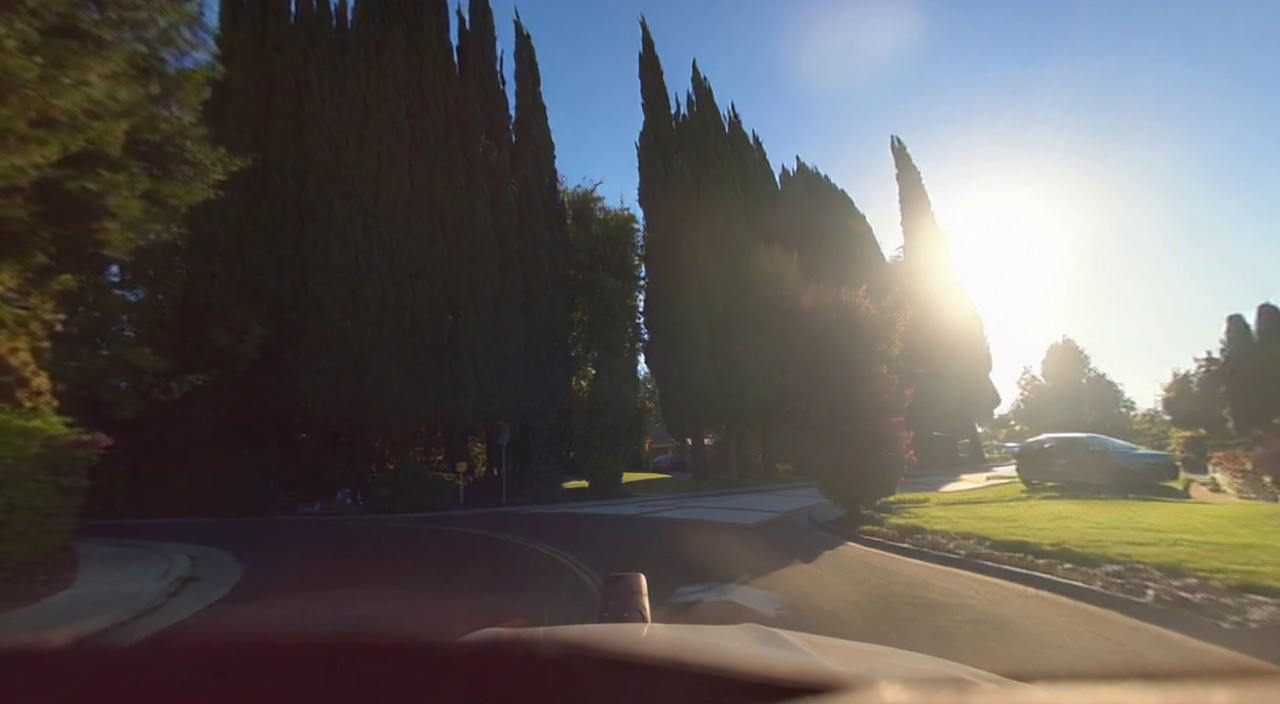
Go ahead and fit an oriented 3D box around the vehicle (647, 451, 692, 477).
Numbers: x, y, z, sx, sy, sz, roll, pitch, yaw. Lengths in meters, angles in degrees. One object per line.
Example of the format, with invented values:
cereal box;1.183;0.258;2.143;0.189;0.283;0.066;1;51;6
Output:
vehicle;1.837;7.226;40.683;1.802;1.548;3.501;3;-11;-17

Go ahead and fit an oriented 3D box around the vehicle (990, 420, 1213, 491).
vehicle;13.091;2.991;18.376;2.023;1.756;4.799;3;-9;-20
